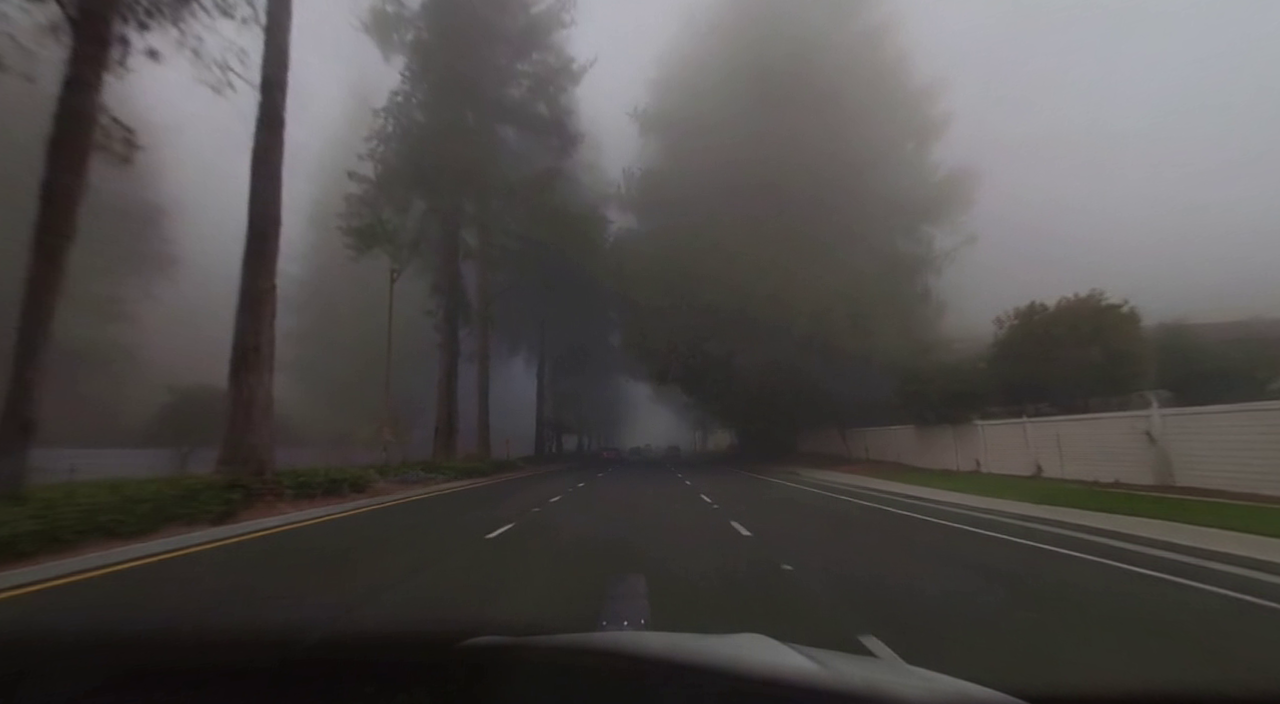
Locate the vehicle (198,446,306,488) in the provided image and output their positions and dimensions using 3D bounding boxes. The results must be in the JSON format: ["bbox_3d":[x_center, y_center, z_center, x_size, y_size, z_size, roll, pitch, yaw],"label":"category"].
[{"bbox_3d":[-17.938,5.295,29.494,1.978,1.766,4.752,0,-9,0],"label":"vehicle"}]
